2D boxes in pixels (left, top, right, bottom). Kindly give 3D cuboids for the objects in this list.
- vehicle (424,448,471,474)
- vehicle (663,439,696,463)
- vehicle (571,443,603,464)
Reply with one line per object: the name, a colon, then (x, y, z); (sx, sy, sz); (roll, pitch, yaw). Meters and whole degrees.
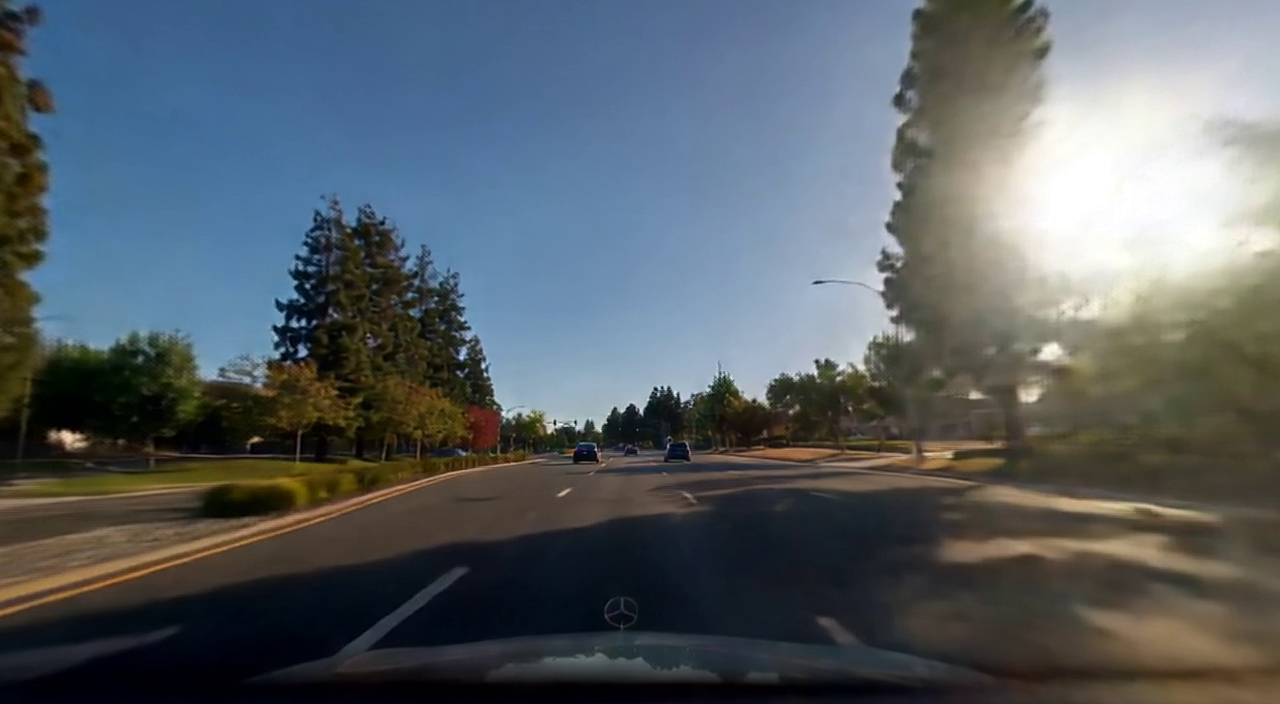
vehicle: (-12.662, 7.144, 41.725); (1.853, 1.595, 3.960); (0, -8, 0)
vehicle: (2.872, 7.351, 47.146); (2.072, 1.696, 4.177); (0, -8, -2)
vehicle: (-4.001, 7.738, 48.316); (2.112, 1.471, 4.212); (0, -8, 0)
